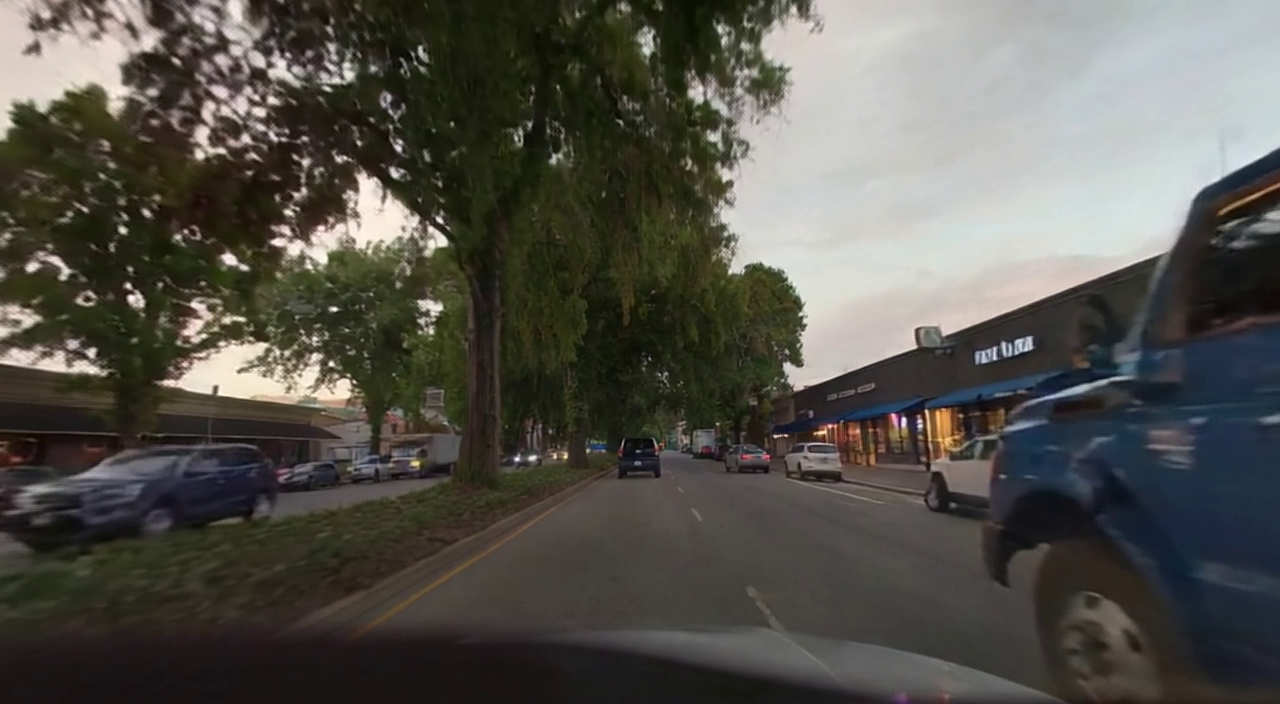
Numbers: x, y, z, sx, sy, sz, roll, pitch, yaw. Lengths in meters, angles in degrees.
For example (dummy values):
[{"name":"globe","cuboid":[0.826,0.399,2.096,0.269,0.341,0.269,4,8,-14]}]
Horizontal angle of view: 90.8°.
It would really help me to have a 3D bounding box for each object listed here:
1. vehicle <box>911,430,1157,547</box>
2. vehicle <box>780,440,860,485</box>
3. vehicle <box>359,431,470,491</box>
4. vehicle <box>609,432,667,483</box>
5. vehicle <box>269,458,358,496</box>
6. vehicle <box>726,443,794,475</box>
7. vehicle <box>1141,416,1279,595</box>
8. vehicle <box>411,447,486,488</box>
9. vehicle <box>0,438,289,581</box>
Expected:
[{"name":"vehicle","cuboid":[7.210,2.484,12.323,2.030,1.631,4.783,5,-8,4]},{"name":"vehicle","cuboid":[7.450,4.608,26.590,2.004,1.714,4.356,0,-9,-1]},{"name":"vehicle","cuboid":[-11.845,5.808,34.206,2.894,2.789,8.218,0,-9,0]},{"name":"vehicle","cuboid":[-0.030,4.602,27.840,2.293,2.036,4.853,0,-8,1]},{"name":"vehicle","cuboid":[-15.885,6.080,31.086,1.962,1.487,4.652,-3,-8,0]},{"name":"vehicle","cuboid":[6.722,6.054,36.022,2.114,1.697,4.739,2,-9,-12]},{"name":"vehicle","cuboid":[7.053,1.353,5.401,1.949,1.664,4.141,0,-10,-3]},{"name":"vehicle","cuboid":[-8.345,5.034,27.961,1.977,1.669,4.387,0,-9,0]},{"name":"vehicle","cuboid":[-7.558,2.184,9.699,1.937,1.641,4.575,0,-9,-4]}]
